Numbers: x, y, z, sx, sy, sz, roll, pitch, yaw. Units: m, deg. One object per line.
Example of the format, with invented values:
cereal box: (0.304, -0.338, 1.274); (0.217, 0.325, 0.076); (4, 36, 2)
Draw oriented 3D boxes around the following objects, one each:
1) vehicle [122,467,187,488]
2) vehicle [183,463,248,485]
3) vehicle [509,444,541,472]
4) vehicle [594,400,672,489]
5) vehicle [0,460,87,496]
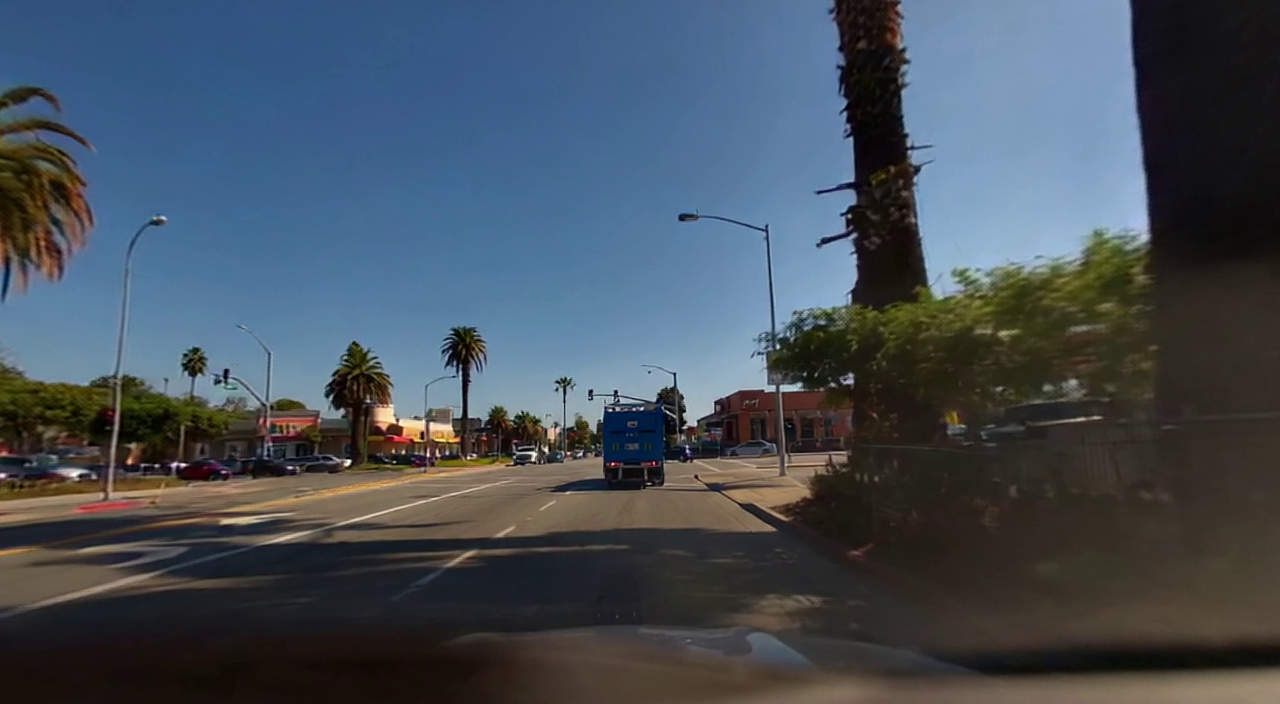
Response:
vehicle: (-35.836, 9.258, 46.723); (1.834, 1.383, 3.707); (0, -8, 0)
vehicle: (-31.115, 8.921, 46.443); (1.766, 1.428, 4.337); (0, -8, 1)
vehicle: (-7.576, 6.981, 41.864); (1.997, 1.679, 4.263); (1, -8, -9)
vehicle: (-0.081, 3.516, 24.096); (2.463, 2.954, 5.938); (-1, -8, 4)
vehicle: (-28.311, 5.694, 28.568); (4.568, 1.466, 1.848); (4, -9, -27)
